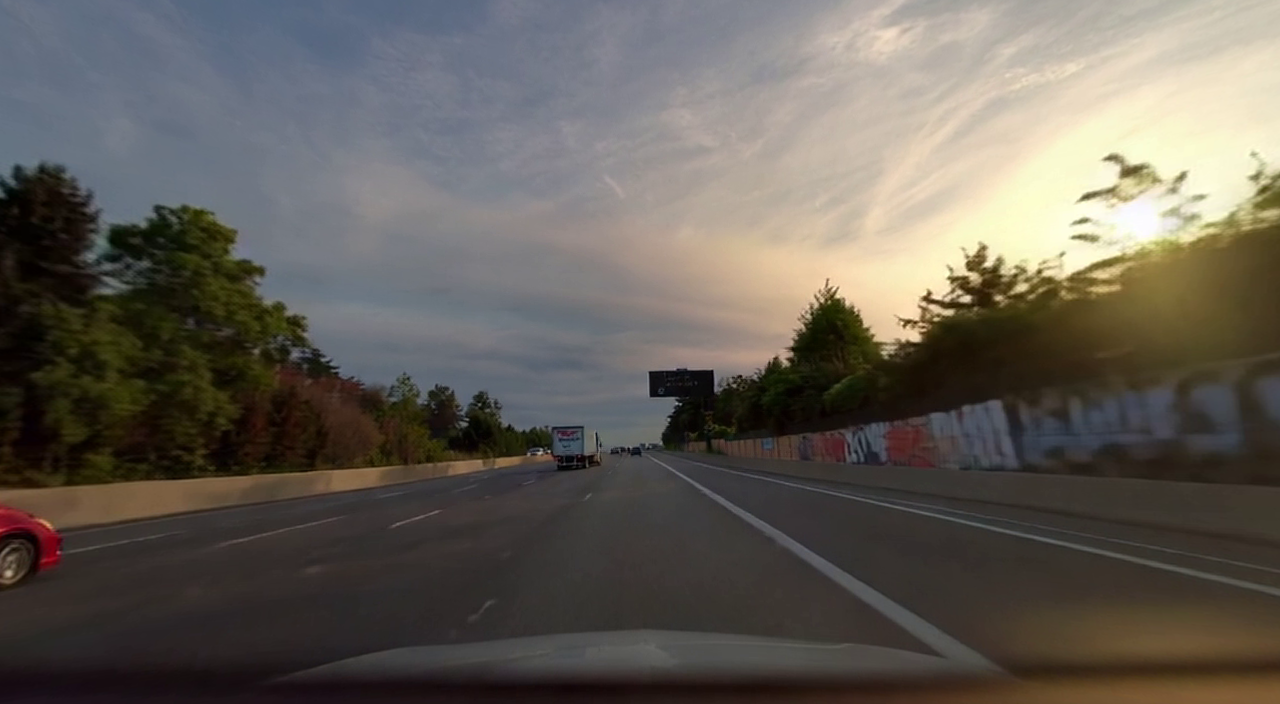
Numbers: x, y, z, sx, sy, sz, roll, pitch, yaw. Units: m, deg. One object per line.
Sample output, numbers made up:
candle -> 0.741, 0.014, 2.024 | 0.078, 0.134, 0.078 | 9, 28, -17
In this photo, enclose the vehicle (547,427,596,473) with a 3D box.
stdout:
vehicle -> -3.986, 5.820, 37.476 | 2.305, 2.517, 5.486 | 0, -9, 0
